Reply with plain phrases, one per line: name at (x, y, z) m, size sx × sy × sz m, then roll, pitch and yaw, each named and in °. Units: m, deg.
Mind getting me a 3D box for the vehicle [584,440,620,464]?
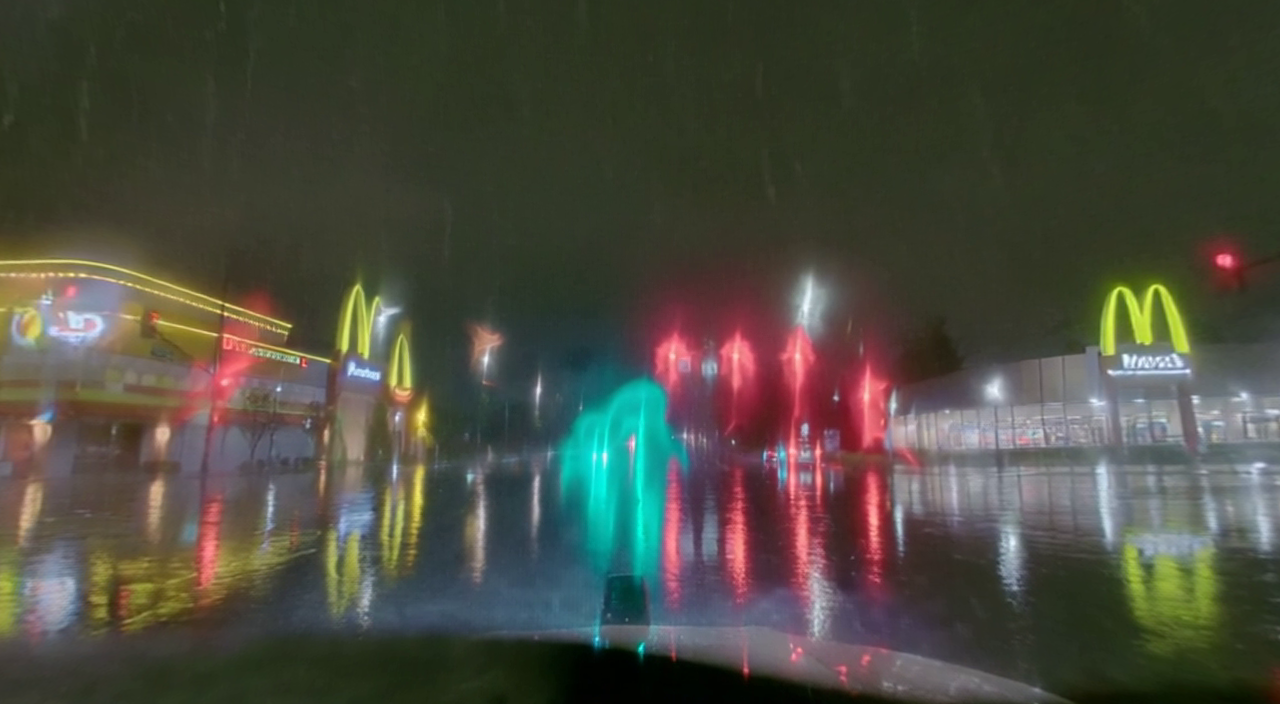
vehicle at (-2.507, 6.676, 42.273) m, size 2.104 × 1.468 × 4.195 m, roll 0°, pitch -8°, yaw 1°
